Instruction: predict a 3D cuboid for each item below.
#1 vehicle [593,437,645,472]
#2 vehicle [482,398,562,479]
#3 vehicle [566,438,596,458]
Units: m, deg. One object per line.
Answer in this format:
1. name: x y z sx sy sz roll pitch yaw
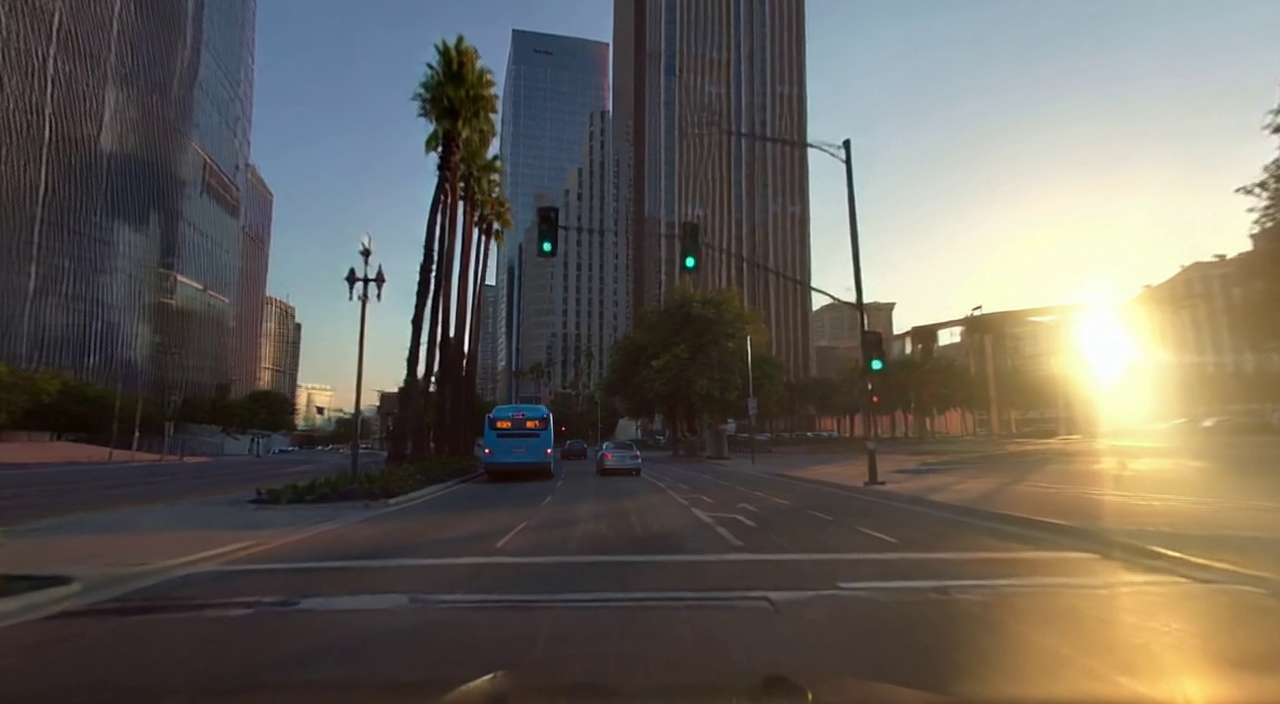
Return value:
1. vehicle: -1.073 4.781 29.577 2.107 1.481 4.097 1 -8 -6
2. vehicle: -4.966 3.850 28.065 2.678 3.042 8.474 0 -8 -5
3. vehicle: -4.661 7.554 49.644 1.993 1.452 3.873 1 -8 -11
